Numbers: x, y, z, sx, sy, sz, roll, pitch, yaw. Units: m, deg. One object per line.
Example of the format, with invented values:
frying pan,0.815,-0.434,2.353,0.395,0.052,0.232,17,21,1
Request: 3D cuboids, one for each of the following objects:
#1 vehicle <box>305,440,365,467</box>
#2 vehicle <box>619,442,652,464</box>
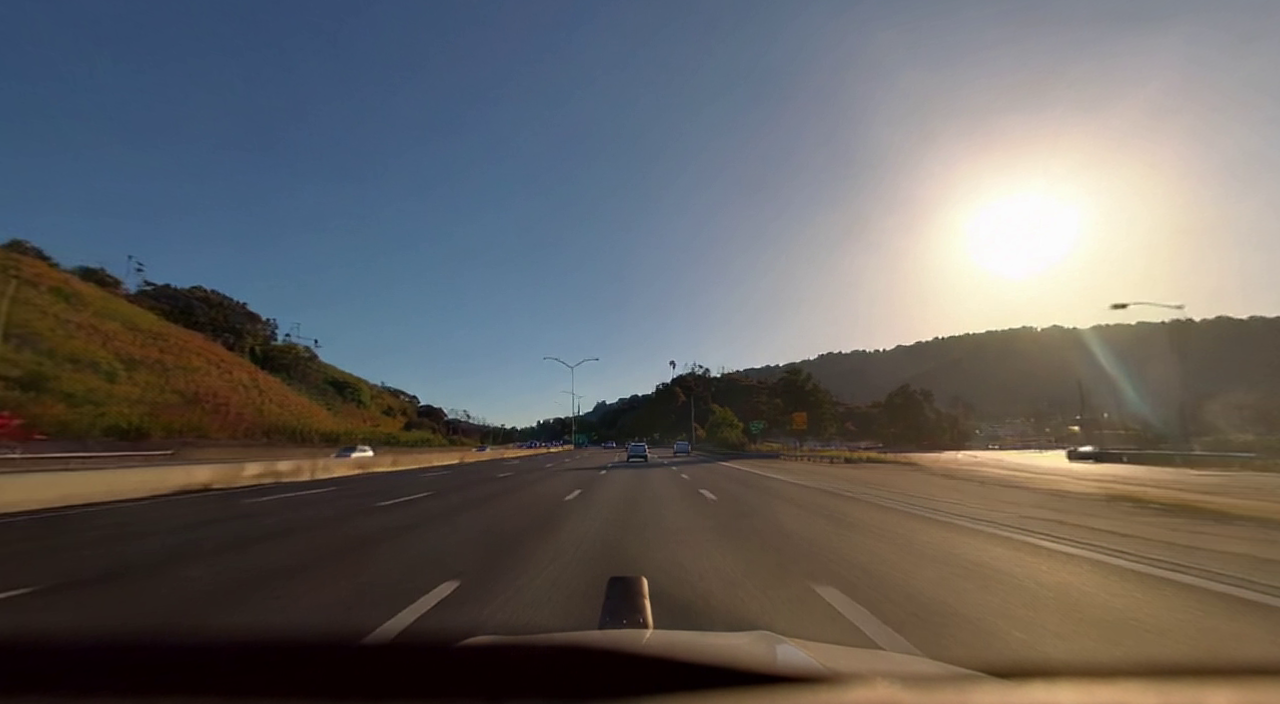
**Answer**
vehicle,-21.735,7.231,45.151,1.995,1.854,4.706,0,-8,-1
vehicle,-0.395,7.028,44.079,2.193,1.497,4.337,0,-8,-2
